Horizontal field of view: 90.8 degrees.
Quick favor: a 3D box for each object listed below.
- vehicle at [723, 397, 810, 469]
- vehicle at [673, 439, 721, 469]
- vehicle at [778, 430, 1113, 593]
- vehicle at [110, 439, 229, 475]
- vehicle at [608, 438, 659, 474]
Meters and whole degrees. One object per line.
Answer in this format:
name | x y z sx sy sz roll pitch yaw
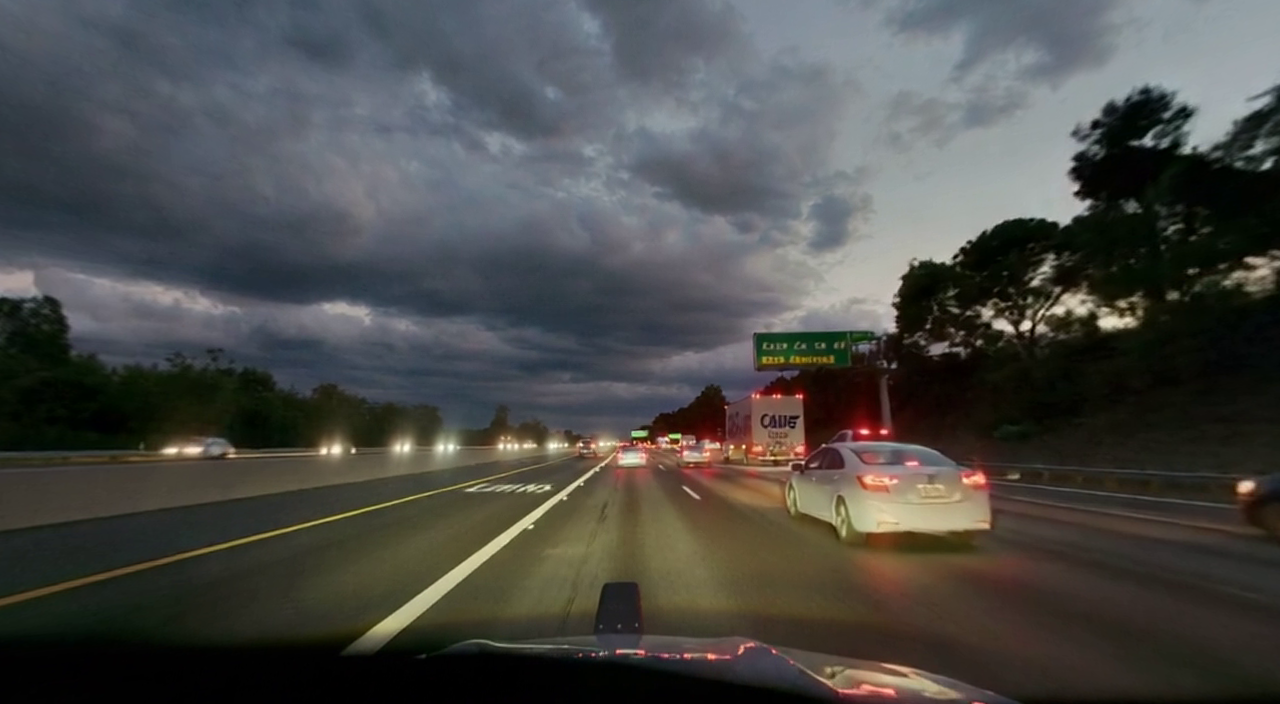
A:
vehicle | 7.058 4.806 36.701 2.799 3.655 8.627 0 -9 -3
vehicle | 3.034 5.585 34.703 1.993 1.504 4.781 0 -9 -3
vehicle | 3.206 1.752 7.884 1.865 1.427 4.448 0 -9 -1
vehicle | -21.050 4.696 28.529 1.891 1.485 4.562 0 -9 -1
vehicle | -0.326 4.576 27.992 2.098 1.475 3.997 0 -9 -2
